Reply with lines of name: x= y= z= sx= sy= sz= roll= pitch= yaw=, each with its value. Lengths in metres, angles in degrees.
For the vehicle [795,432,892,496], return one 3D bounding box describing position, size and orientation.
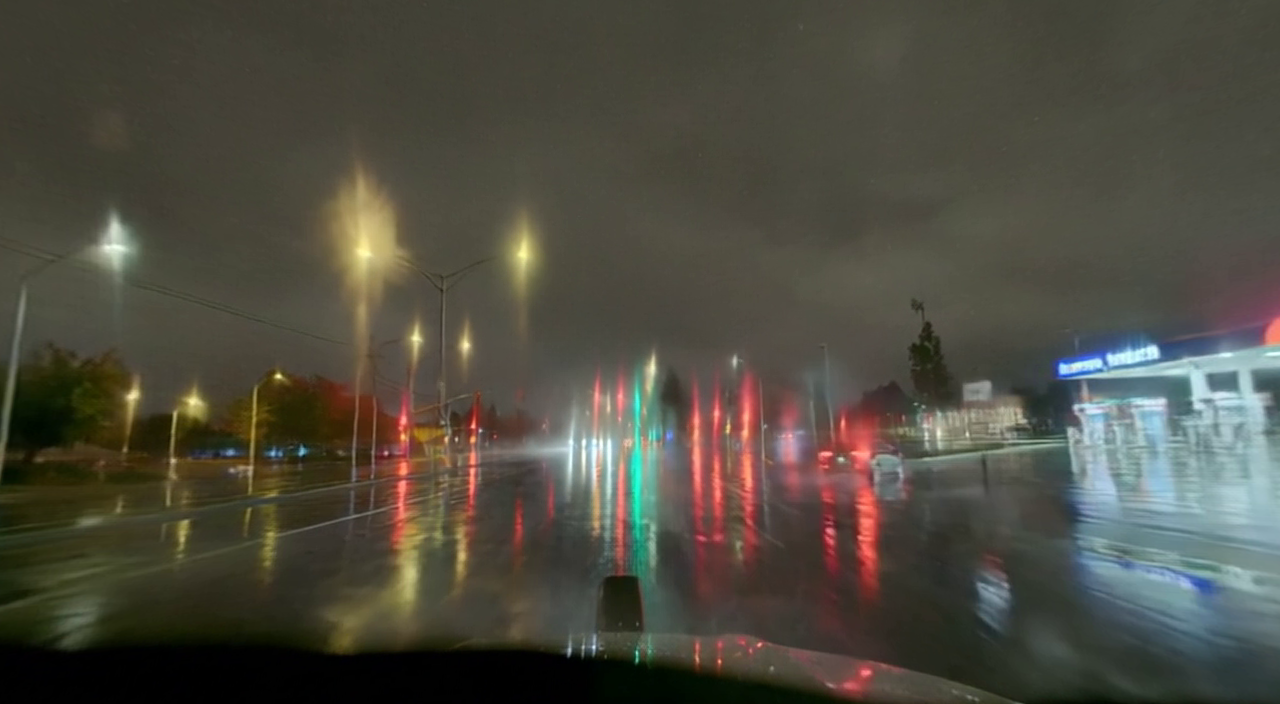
vehicle: x=5.405 y=2.959 z=17.194 sx=2.113 sy=1.470 sz=4.867 roll=-2 pitch=-9 yaw=15
